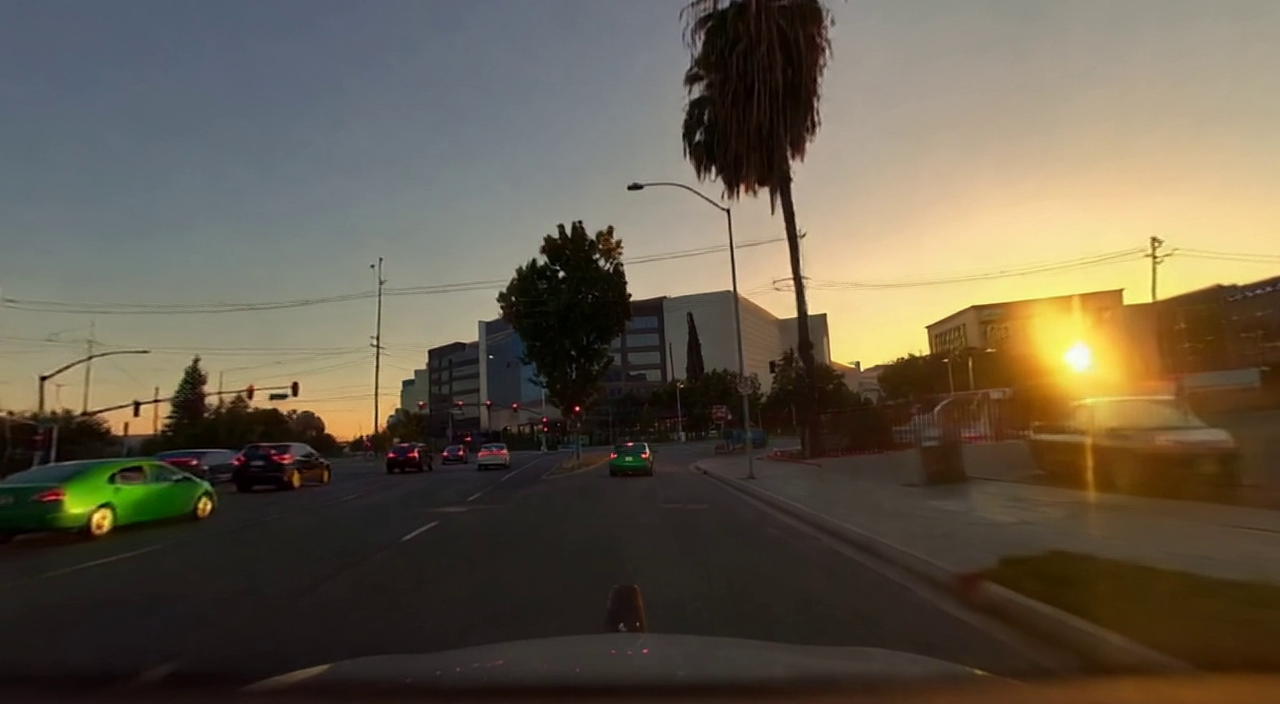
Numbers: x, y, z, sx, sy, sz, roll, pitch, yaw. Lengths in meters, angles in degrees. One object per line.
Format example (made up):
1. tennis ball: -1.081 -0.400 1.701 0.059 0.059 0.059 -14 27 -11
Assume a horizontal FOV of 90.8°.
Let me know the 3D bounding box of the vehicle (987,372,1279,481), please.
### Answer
1. vehicle: 9.167 1.481 12.123 1.911 1.658 4.703 1 -8 -7

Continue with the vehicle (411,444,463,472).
1. vehicle: -11.610 6.091 36.495 1.905 1.482 4.463 0 -8 -5

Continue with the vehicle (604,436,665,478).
1. vehicle: -0.128 4.144 25.116 2.070 1.493 4.570 -1 -8 4

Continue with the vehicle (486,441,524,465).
1. vehicle: -9.100 6.846 42.885 1.912 1.487 4.471 0 -8 -5

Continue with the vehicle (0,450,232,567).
1. vehicle: -9.114 2.369 10.415 1.958 1.455 4.504 0 -8 -3

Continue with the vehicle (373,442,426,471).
1. vehicle: -15.395 6.709 40.717 2.020 1.709 4.343 0 -8 -5
